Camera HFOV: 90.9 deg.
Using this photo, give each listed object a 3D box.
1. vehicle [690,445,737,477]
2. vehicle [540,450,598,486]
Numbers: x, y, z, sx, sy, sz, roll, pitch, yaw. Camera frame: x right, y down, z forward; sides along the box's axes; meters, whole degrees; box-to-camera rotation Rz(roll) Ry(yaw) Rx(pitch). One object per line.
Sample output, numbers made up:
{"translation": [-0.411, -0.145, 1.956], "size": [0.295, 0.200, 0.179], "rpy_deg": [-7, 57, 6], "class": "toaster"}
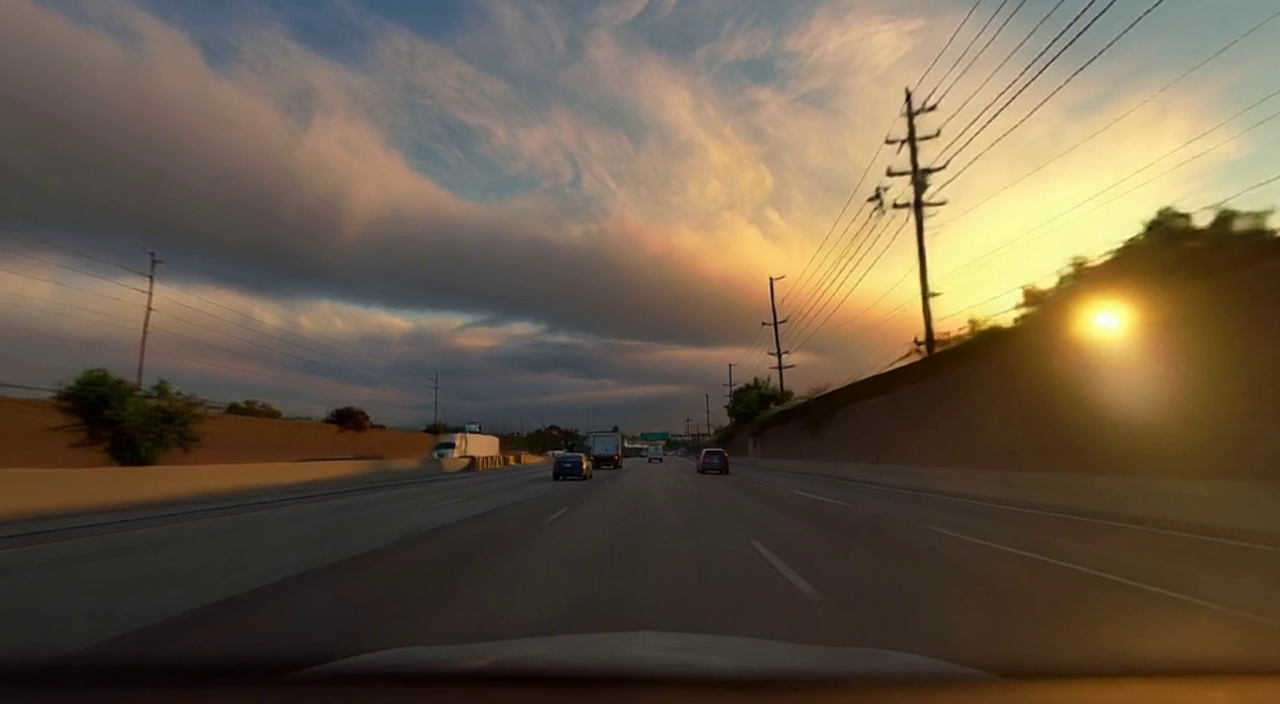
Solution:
{"translation": [4.351, 6.548, 38.104], "size": [2.214, 1.799, 4.627], "rpy_deg": [0, -9, -1], "class": "vehicle"}
{"translation": [-3.088, 5.117, 28.135], "size": [2.004, 1.498, 4.043], "rpy_deg": [0, -9, 2], "class": "vehicle"}
